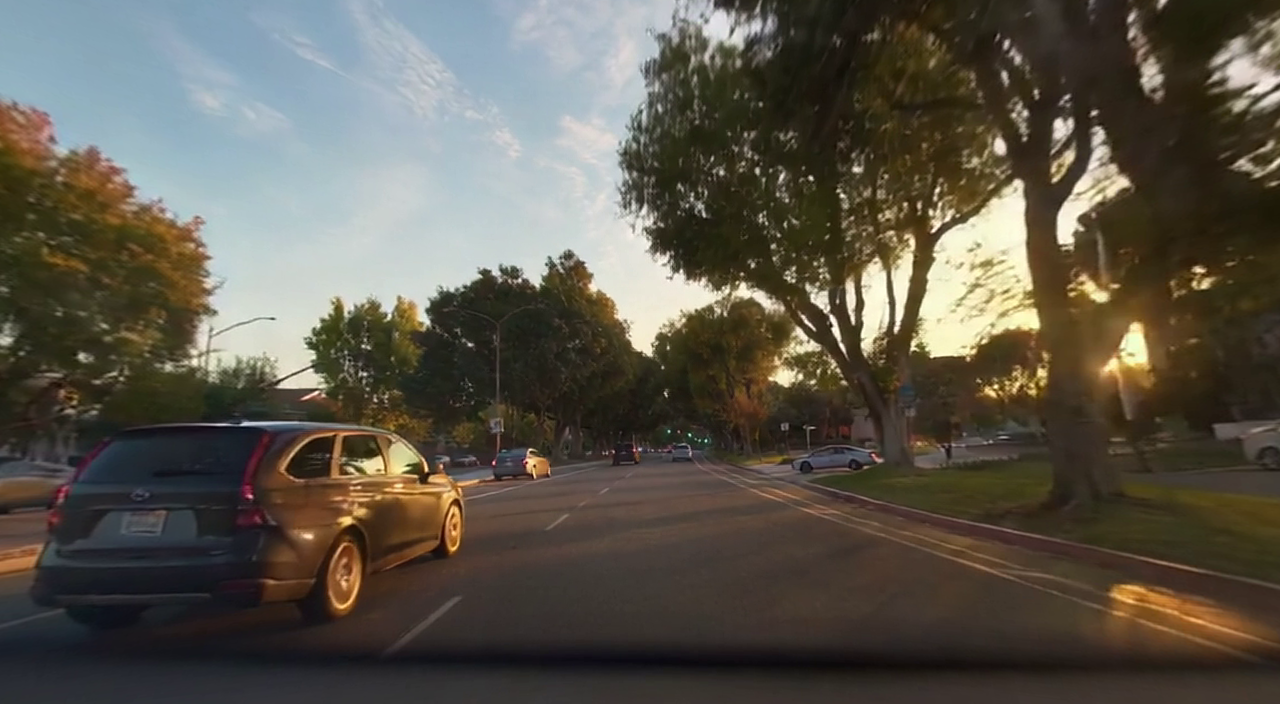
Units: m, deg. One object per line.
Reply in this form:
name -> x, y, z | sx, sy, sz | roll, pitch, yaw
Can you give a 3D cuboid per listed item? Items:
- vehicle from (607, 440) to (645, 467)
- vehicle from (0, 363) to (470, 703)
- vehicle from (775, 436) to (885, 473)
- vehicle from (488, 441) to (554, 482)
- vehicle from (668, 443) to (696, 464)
vehicle -> -0.940, 7.232, 45.190 | 2.255, 1.806, 4.710 | -1, -9, 5
vehicle -> -3.139, 1.258, 5.414 | 2.123, 1.761, 4.322 | 0, -9, 0
vehicle -> 8.936, 4.901, 30.126 | 4.824, 1.646, 2.077 | -2, -9, 12
vehicle -> -5.389, 5.016, 29.126 | 1.985, 1.708, 4.310 | -1, -9, 4
vehicle -> 3.308, 8.008, 49.819 | 2.088, 1.597, 4.309 | -1, -9, 3
